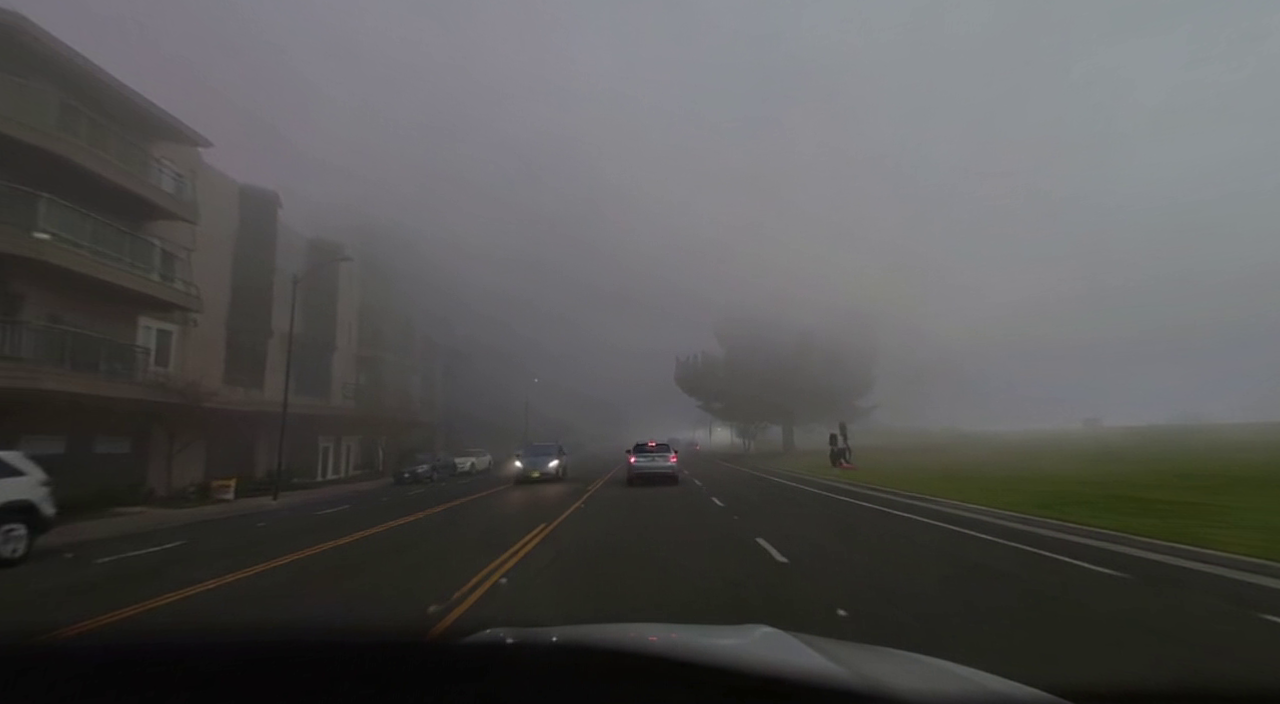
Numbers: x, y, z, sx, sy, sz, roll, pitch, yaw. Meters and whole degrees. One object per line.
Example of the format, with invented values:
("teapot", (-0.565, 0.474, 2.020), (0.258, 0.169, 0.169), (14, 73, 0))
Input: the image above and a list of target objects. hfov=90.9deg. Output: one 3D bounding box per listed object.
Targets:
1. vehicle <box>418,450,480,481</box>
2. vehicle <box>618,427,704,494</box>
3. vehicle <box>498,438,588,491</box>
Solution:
("vehicle", (-10.285, 6.121, 34.264), (1.839, 1.474, 4.694), (-1, -9, 1))
("vehicle", (0.515, 2.999, 17.664), (2.132, 1.632, 3.838), (0, -9, 0))
("vehicle", (-2.912, 3.488, 19.906), (2.104, 1.455, 4.199), (-1, -9, 1))
